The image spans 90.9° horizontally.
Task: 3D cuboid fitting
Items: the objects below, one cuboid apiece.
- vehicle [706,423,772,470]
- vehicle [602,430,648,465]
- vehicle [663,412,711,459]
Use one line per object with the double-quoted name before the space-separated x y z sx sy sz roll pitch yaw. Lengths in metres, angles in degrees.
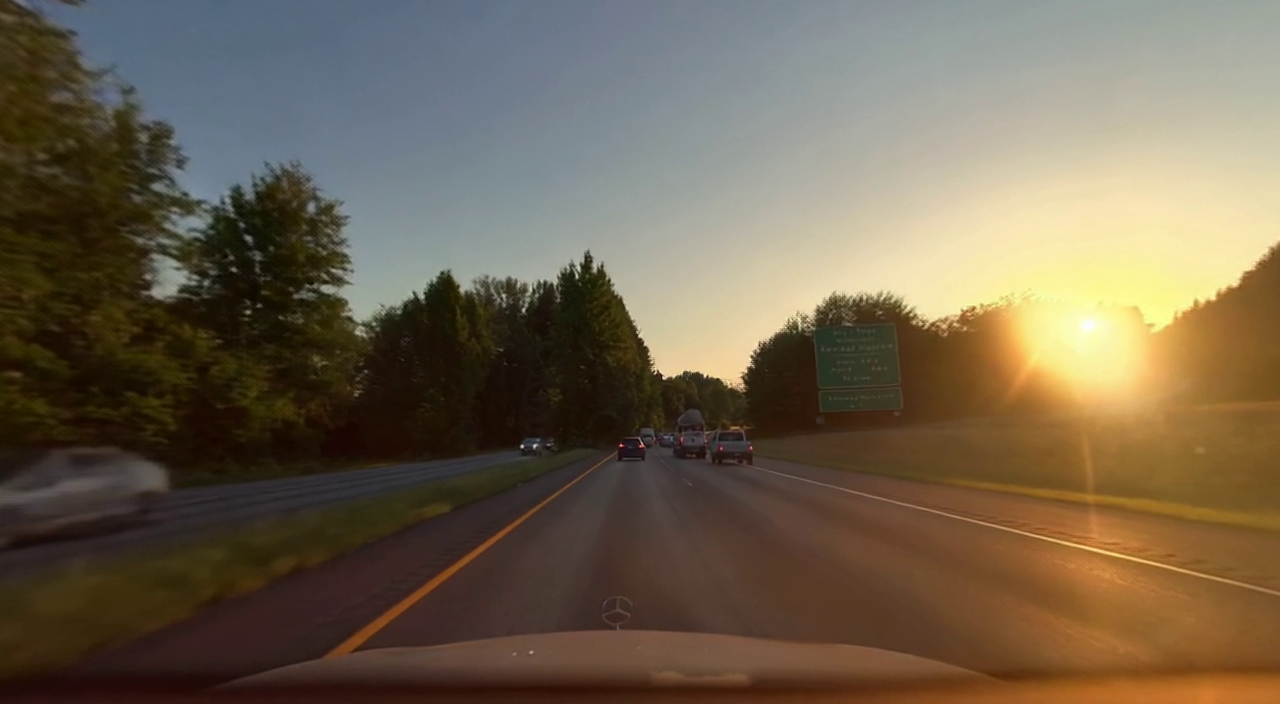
"vehicle" 4.327 4.189 28.212 2.073 1.905 4.023 0 -8 -3
"vehicle" -0.771 4.879 32.490 2.206 1.681 4.111 0 -8 -1
"vehicle" 3.166 5.904 44.673 2.728 3.053 7.708 0 -8 -1
